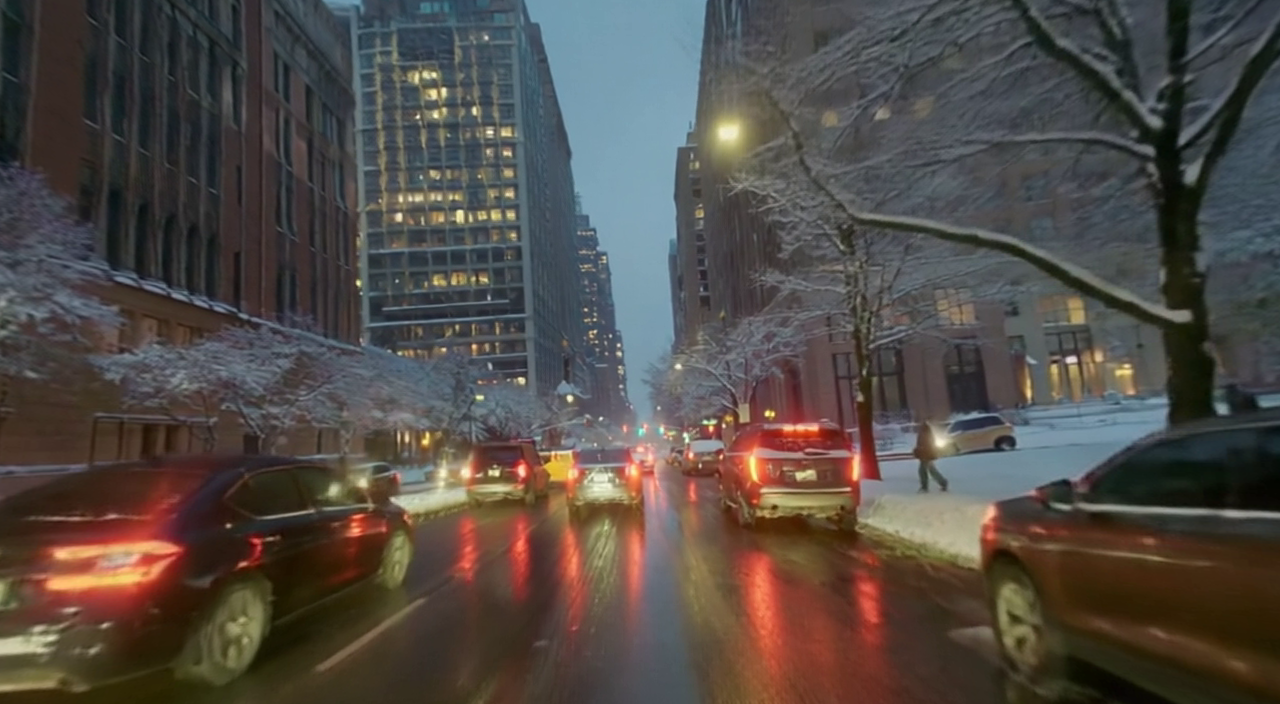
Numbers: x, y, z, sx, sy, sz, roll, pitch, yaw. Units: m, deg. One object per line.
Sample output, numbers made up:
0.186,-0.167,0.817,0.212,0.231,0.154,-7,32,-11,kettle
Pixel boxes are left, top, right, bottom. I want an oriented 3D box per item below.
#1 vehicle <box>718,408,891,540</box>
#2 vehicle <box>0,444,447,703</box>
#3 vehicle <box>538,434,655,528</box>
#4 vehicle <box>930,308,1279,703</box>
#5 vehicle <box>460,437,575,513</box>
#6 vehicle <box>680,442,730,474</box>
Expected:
2.747,2.186,11.928,2.352,1.953,4.798,-1,-9,5,vehicle
-3.290,1.505,5.143,1.940,1.481,4.376,-1,-8,2,vehicle
-0.746,2.621,13.416,2.076,1.667,3.948,-1,-8,2,vehicle
3.171,0.770,2.413,1.971,1.749,4.564,0,-8,1,vehicle
-3.249,3.356,17.832,2.000,1.818,4.668,-1,-8,4,vehicle
3.219,5.299,31.977,2.065,1.461,4.181,0,-8,0,vehicle
